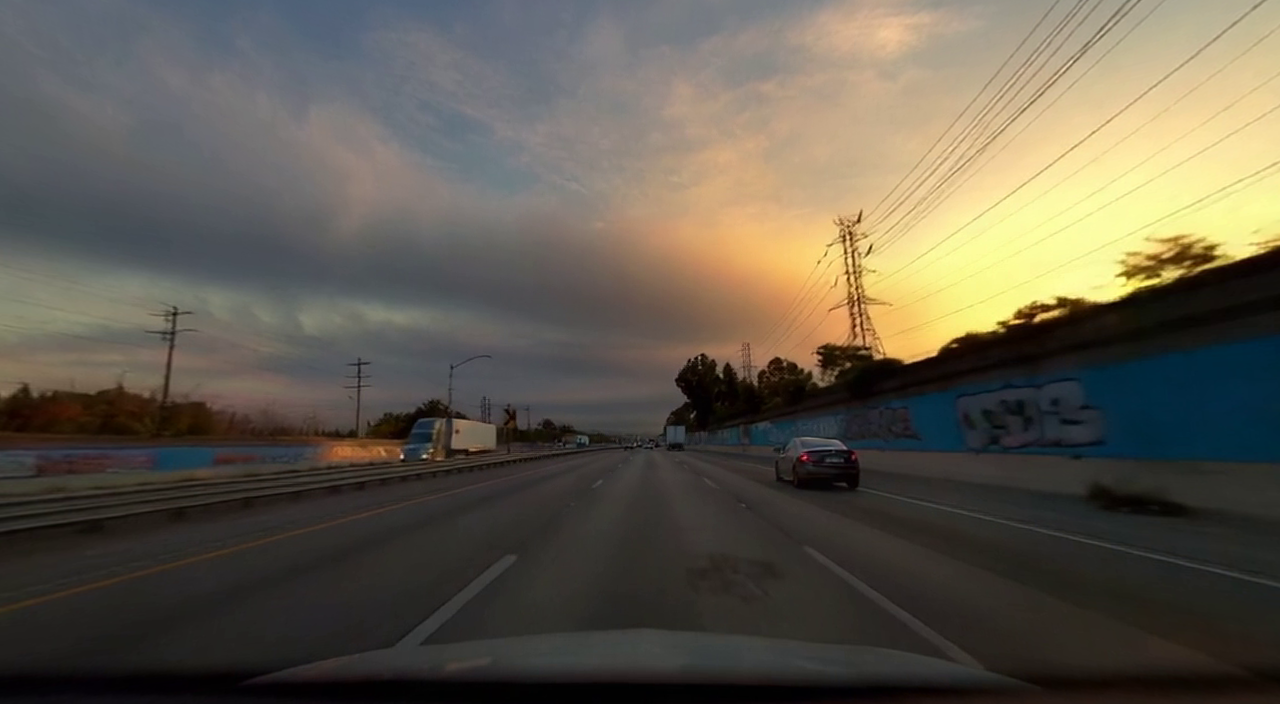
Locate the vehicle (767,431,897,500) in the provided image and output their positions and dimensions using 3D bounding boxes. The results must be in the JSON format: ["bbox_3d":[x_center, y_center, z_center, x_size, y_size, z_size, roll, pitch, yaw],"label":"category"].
[{"bbox_3d":[4.651,2.792,15.913,1.991,1.494,3.951,0,-8,0],"label":"vehicle"}]
